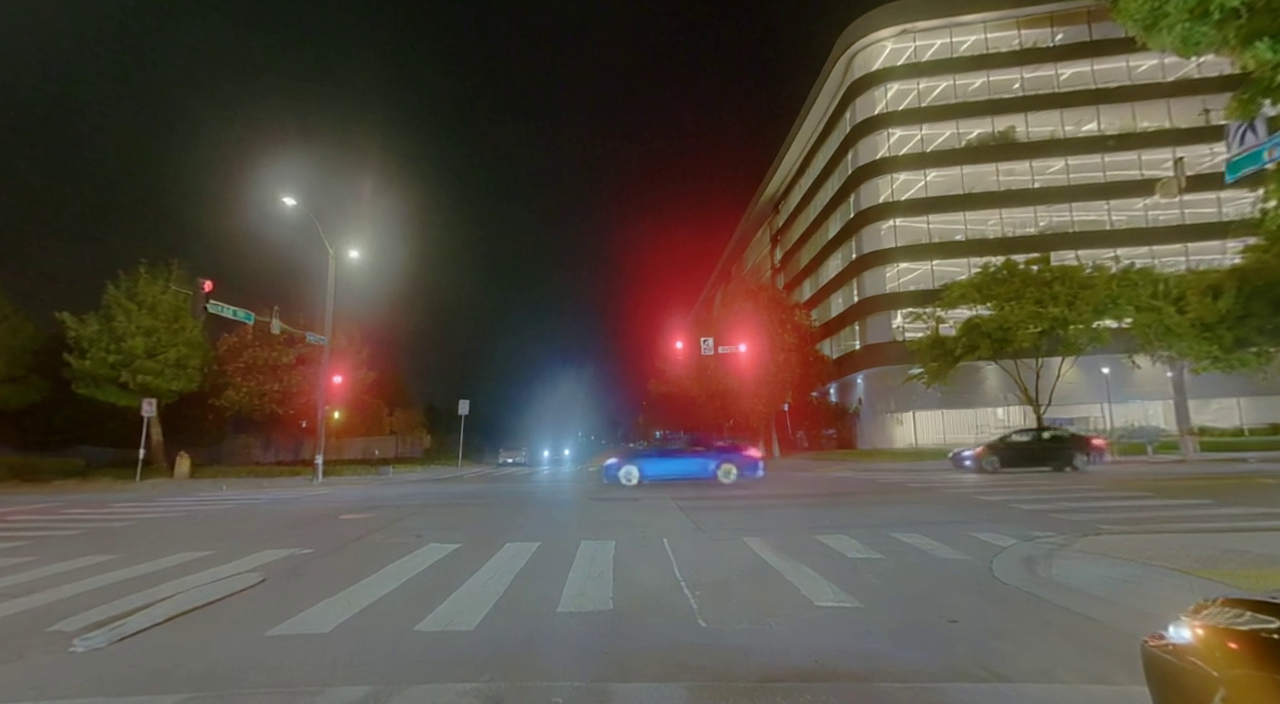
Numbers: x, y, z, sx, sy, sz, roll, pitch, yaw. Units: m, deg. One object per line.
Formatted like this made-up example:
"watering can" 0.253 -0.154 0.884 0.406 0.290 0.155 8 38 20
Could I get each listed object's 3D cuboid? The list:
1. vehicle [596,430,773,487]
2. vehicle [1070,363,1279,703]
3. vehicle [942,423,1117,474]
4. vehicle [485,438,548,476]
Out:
"vehicle" 1.160 2.924 17.396 4.613 1.443 1.883 0 -8 1
"vehicle" 2.892 0.669 0.829 1.947 1.576 3.825 0 -8 1
"vehicle" 13.084 3.296 21.416 4.551 1.625 2.053 -2 -8 10
"vehicle" -5.954 5.100 30.770 2.115 1.690 4.322 0 -8 1
